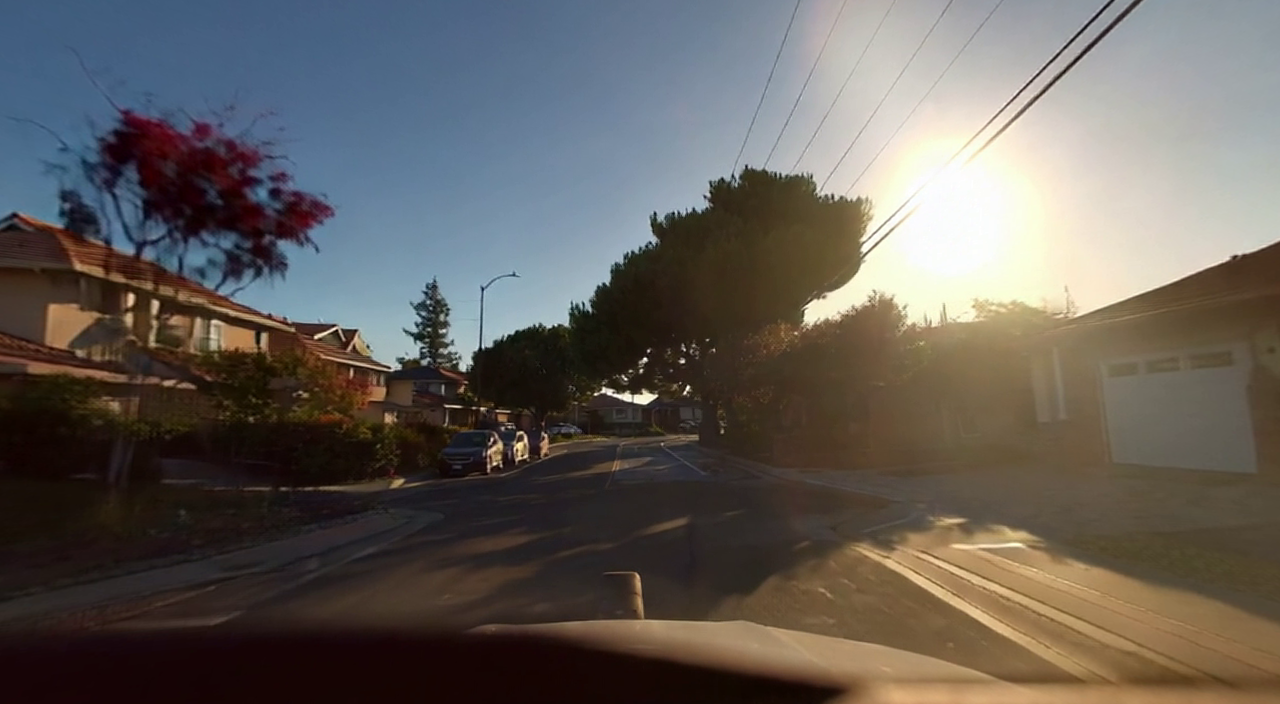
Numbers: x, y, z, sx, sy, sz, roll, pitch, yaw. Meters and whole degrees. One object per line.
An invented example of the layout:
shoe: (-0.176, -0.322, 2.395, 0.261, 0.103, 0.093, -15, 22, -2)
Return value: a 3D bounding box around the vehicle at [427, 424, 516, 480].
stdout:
vehicle: (-5.838, 3.504, 22.417, 2.147, 1.780, 4.165, 0, -8, -2)
